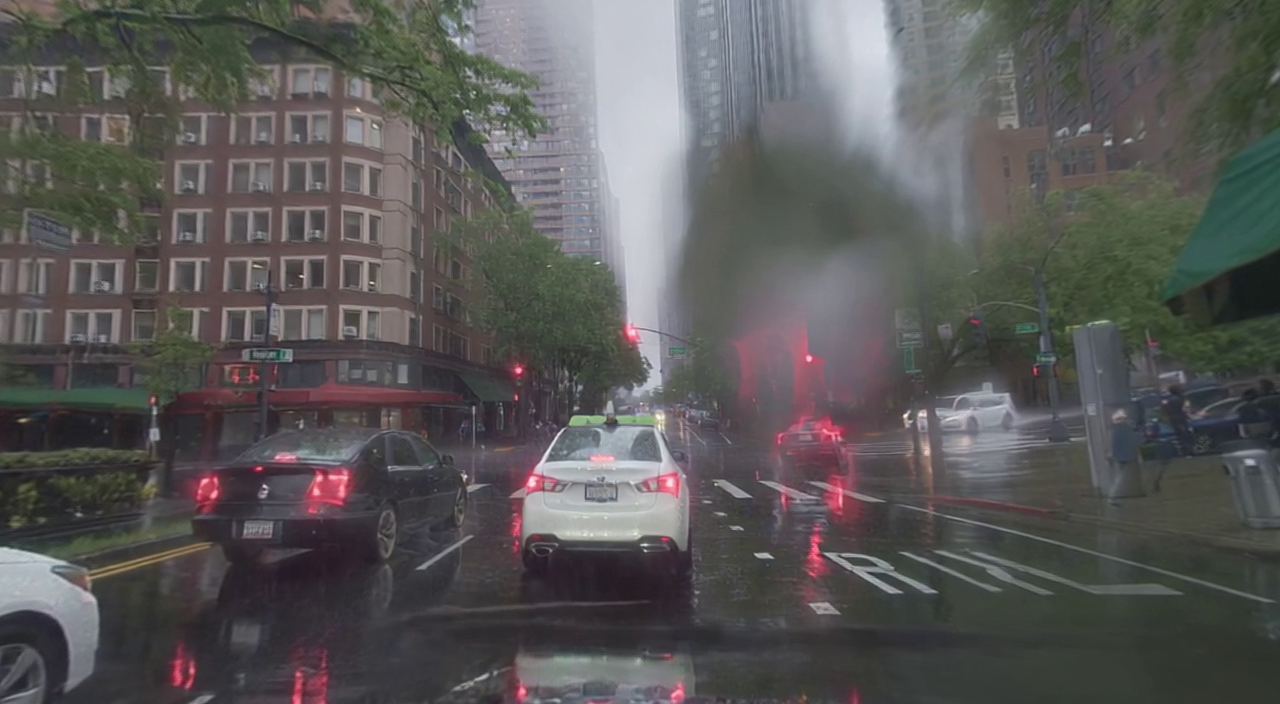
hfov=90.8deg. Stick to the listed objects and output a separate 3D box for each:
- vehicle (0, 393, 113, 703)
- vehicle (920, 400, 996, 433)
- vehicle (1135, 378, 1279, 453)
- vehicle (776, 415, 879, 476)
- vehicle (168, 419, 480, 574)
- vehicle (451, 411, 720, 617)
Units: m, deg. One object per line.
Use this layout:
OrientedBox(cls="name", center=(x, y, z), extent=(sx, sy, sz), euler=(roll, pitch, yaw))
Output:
OrientedBox(cls="vehicle", center=(-3.917, 0.708, 1.192), extent=(1.995, 1.524, 4.438), euler=(0, -8, 0))
OrientedBox(cls="vehicle", center=(19.011, 3.883, 37.695), extent=(4.657, 1.769, 1.979), euler=(6, -10, -35))
OrientedBox(cls="vehicle", center=(21.620, 2.362, 22.885), extent=(5.863, 2.493, 2.354), euler=(2, -9, -12))
OrientedBox(cls="vehicle", center=(5.960, 2.909, 19.732), extent=(1.958, 1.667, 4.392), euler=(-5, -10, 30))
OrientedBox(cls="vehicle", center=(-3.694, 1.756, 8.477), extent=(1.934, 1.522, 4.287), euler=(0, -8, 0))
OrientedBox(cls="vehicle", center=(-0.423, 1.499, 6.732), extent=(1.999, 1.520, 3.896), euler=(0, -8, -1))
